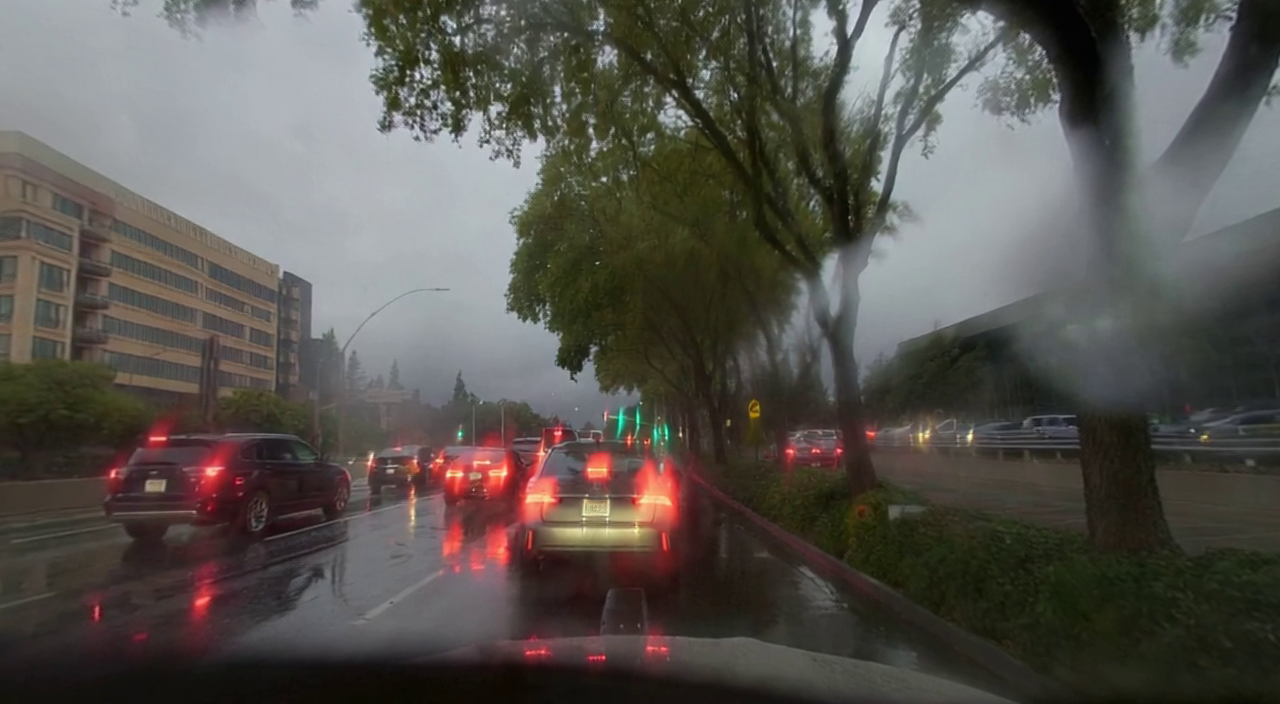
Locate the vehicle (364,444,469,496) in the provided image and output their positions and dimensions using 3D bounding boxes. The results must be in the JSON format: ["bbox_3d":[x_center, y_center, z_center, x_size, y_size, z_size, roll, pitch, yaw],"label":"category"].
[{"bbox_3d":[-7.336,3.885,21.258,1.851,1.532,4.279,0,-9,2],"label":"vehicle"}]

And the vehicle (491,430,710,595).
[{"bbox_3d":[-0.376,1.816,8.015,2.066,1.544,3.954,0,-9,0],"label":"vehicle"}]

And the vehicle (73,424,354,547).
[{"bbox_3d":[-7.290,2.290,11.512,2.068,1.784,4.224,0,-9,1],"label":"vehicle"}]
